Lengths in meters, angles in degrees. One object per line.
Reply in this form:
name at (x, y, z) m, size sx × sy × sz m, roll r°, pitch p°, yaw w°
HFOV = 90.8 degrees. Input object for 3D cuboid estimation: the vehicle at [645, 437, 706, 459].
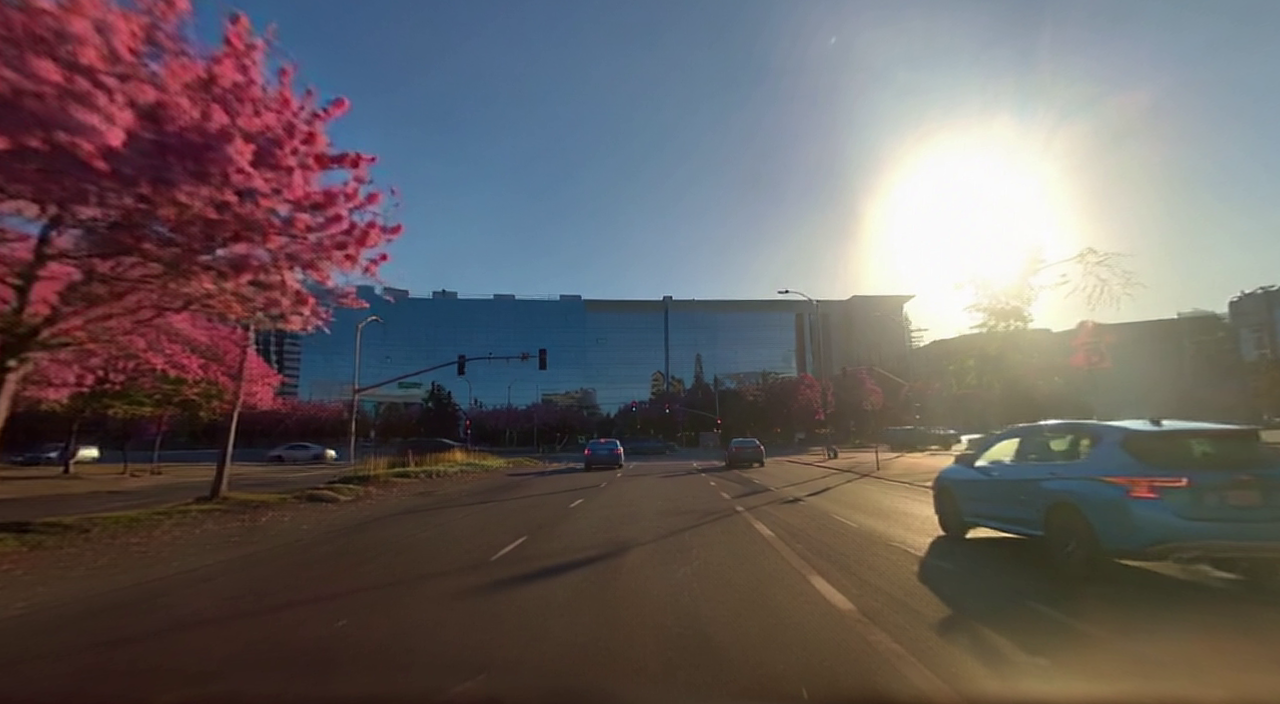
vehicle at (2.664, 7.311, 48.059) m, size 4.520 × 1.640 × 1.825 m, roll -1°, pitch -9°, yaw 3°

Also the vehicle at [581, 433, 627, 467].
vehicle at (-1.891, 5.353, 34.501) m, size 1.995 × 1.703 × 4.367 m, roll -1°, pitch -9°, yaw 4°

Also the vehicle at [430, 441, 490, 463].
vehicle at (-13.928, 7.776, 49.129) m, size 4.089 × 1.588 × 1.808 m, roll -1°, pitch -9°, yaw 2°

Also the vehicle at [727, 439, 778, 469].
vehicle at (5.830, 5.344, 33.292) m, size 2.007 × 1.466 × 4.291 m, roll -1°, pitch -9°, yaw 2°

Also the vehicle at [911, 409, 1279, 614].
vehicle at (4.898, 1.513, 6.904) m, size 2.019 × 1.518 × 4.285 m, roll 0°, pitch -9°, yaw 1°
